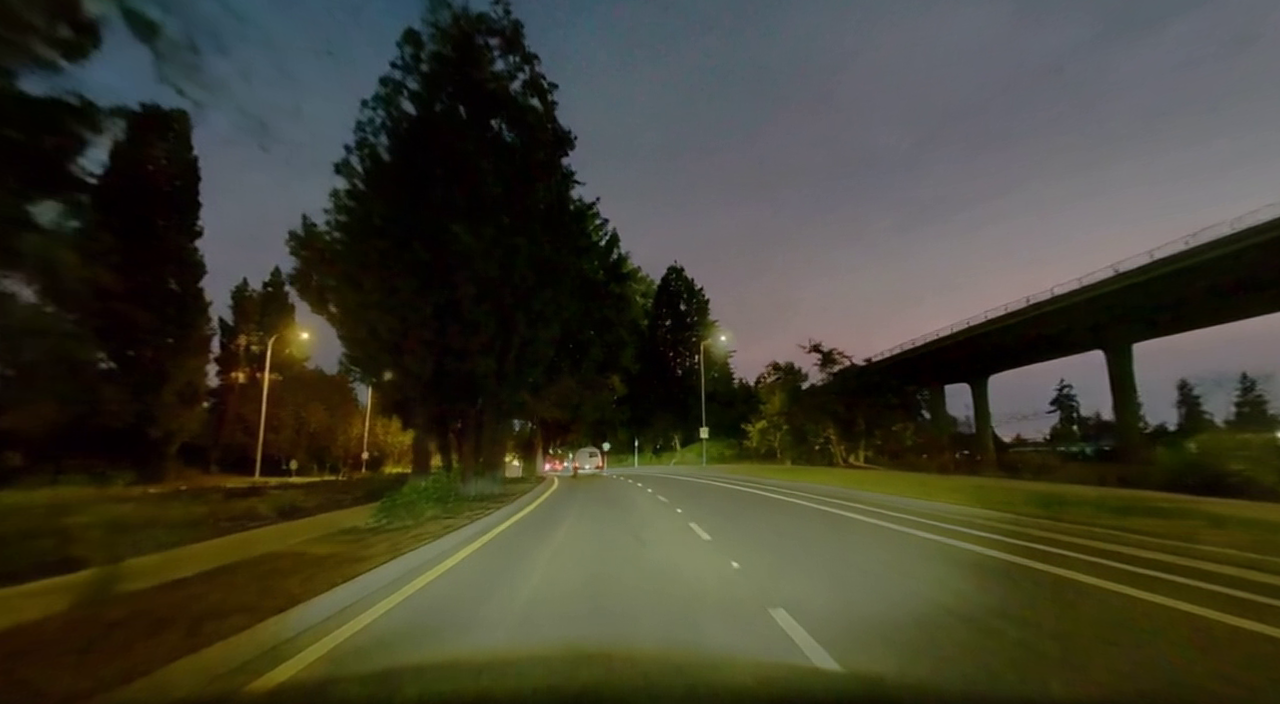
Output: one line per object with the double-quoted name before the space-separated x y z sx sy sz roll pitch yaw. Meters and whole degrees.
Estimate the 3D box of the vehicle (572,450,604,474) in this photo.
"vehicle" -4.030 8.394 48.402 2.184 1.713 4.231 1 -9 -9
